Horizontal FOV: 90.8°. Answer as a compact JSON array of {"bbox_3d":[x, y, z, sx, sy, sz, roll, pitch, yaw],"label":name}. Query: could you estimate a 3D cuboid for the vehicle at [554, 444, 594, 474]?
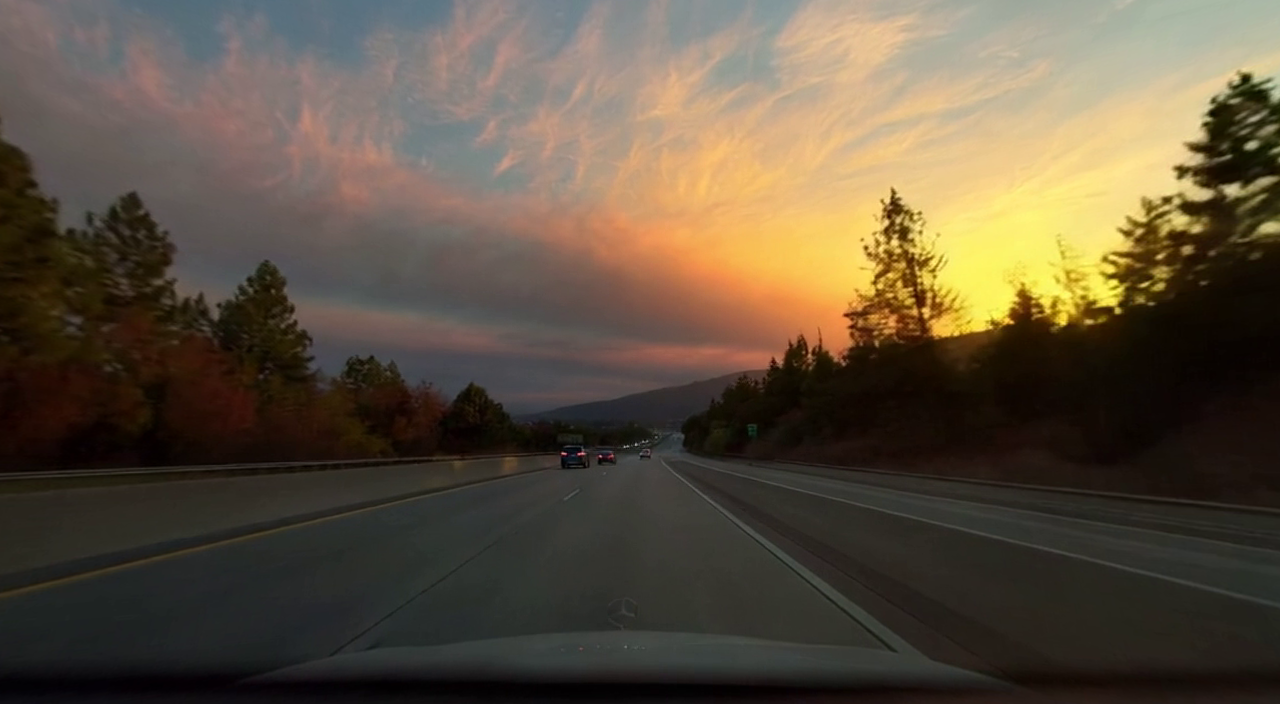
[{"bbox_3d":[-3.814,6.230,36.923,1.846,1.600,4.108,0,-9,1],"label":"vehicle"}]
